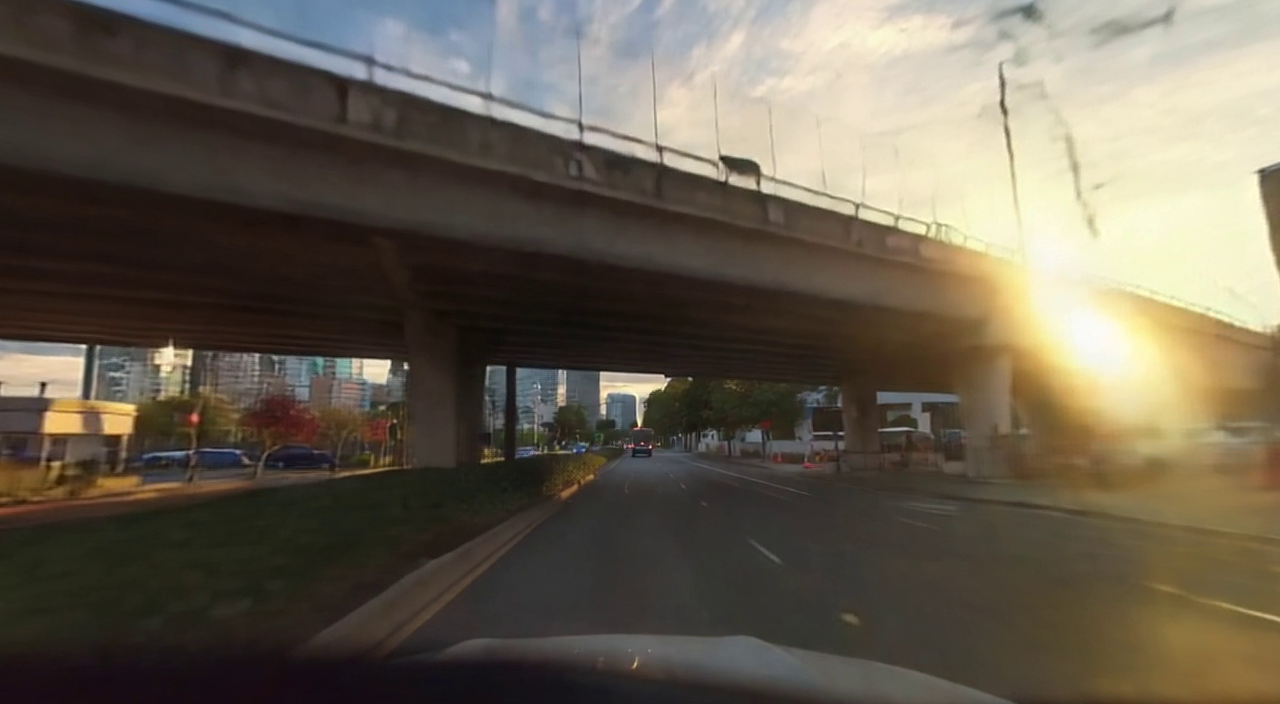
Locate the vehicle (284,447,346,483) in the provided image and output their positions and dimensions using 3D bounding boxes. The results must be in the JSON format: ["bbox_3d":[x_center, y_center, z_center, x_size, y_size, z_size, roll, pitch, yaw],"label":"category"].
[{"bbox_3d":[-17.556,5.995,34.036,2.613,1.746,6.093,4,-10,-28],"label":"vehicle"}]
